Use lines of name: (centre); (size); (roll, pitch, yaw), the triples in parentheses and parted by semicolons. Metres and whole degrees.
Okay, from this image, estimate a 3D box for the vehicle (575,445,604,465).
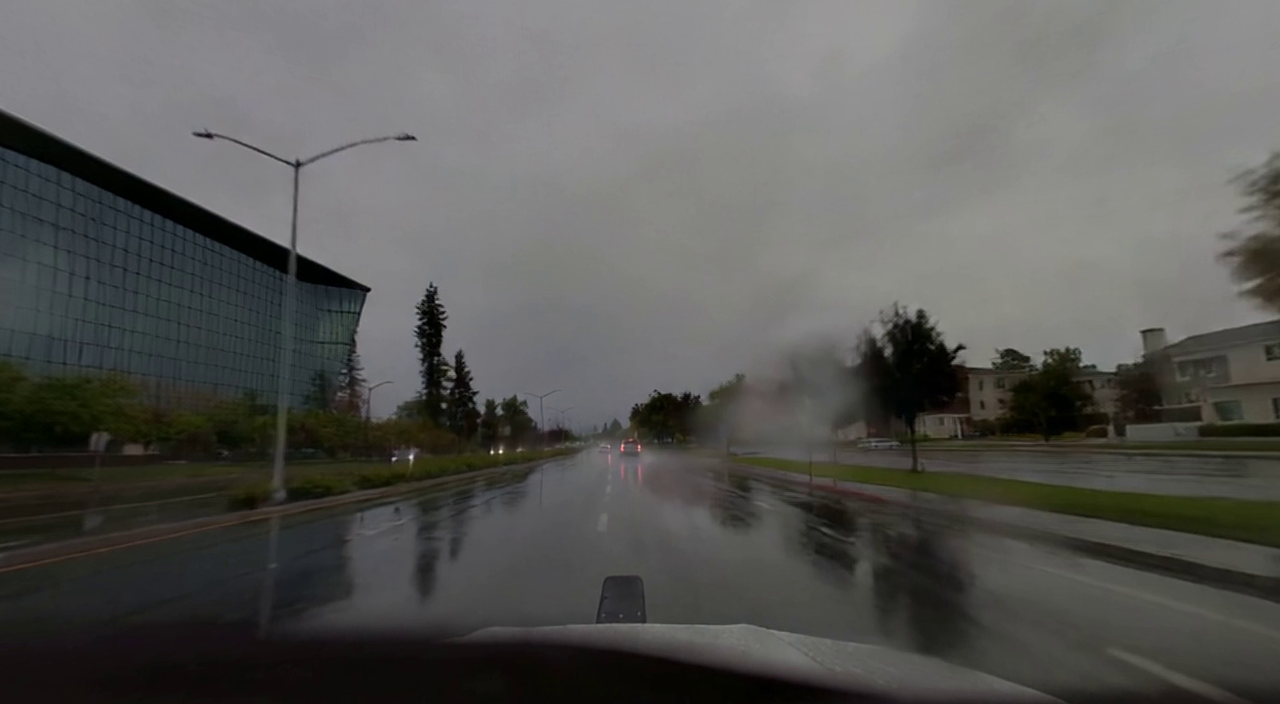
vehicle: (-3.781, 7.822, 48.276); (2.080, 1.445, 4.096); (0, -8, -3)
